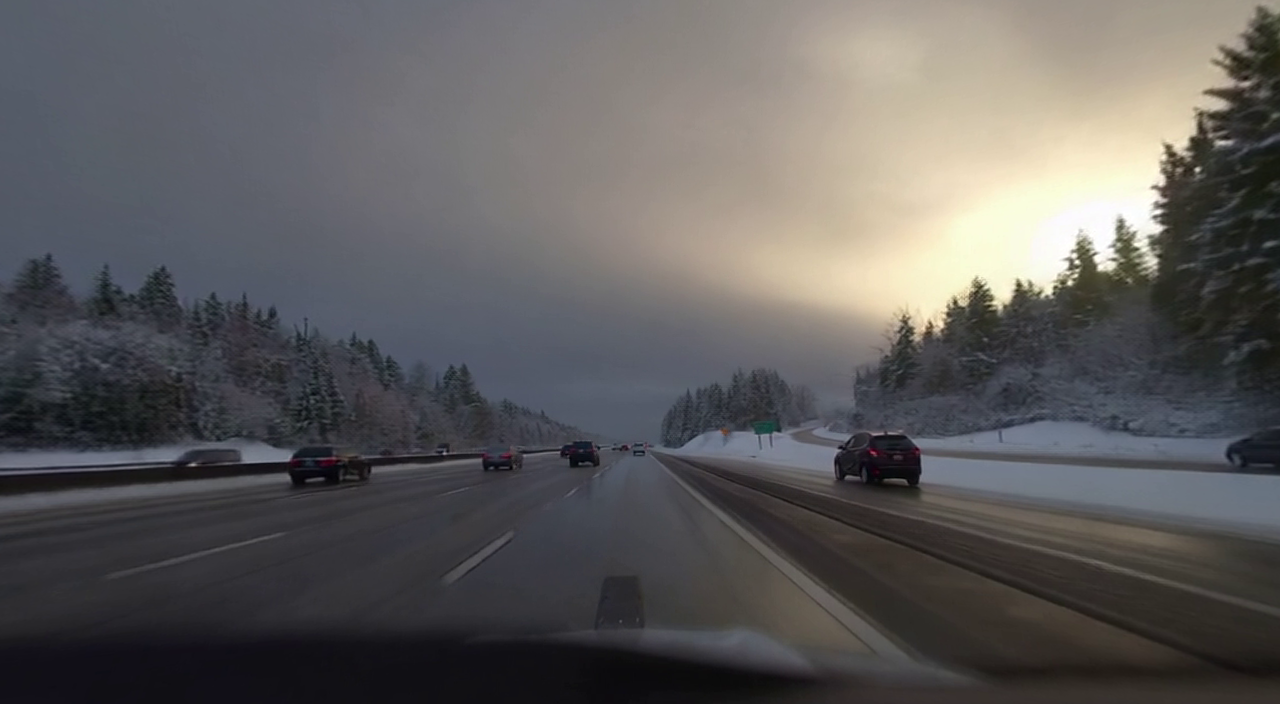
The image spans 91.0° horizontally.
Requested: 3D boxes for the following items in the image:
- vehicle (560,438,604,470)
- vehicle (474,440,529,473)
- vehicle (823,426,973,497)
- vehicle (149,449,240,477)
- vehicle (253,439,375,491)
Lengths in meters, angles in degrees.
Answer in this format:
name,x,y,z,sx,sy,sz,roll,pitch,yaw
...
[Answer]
name,x,y,z,sx,sy,sz,roll,pitch,yaw
vehicle,-3.739,6.692,41.484,2.288,1.962,5.119,0,-9,1
vehicle,-7.779,5.923,35.832,2.087,1.755,4.457,0,-9,0
vehicle,7.369,3.197,18.708,2.259,1.816,4.862,0,-9,-2
vehicle,-33.085,8.222,47.059,2.317,1.870,6.230,0,-9,0
vehicle,-11.280,3.940,22.210,1.958,1.633,4.302,0,-9,0
